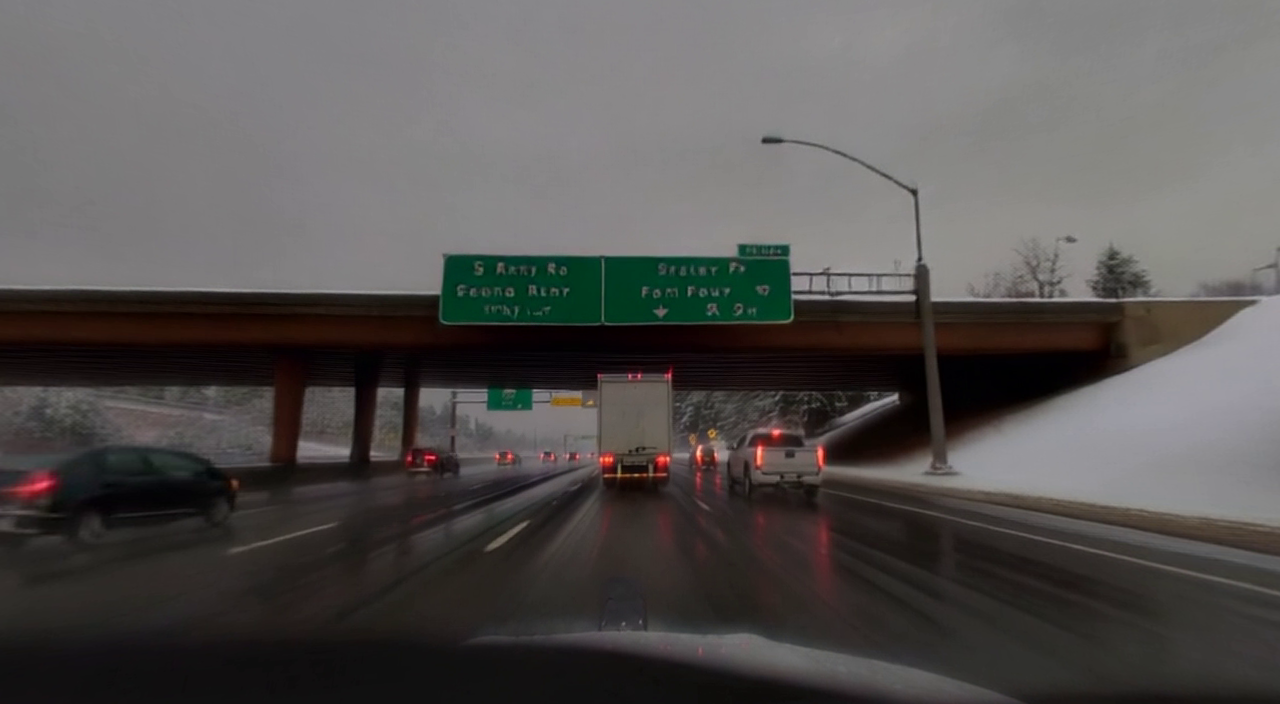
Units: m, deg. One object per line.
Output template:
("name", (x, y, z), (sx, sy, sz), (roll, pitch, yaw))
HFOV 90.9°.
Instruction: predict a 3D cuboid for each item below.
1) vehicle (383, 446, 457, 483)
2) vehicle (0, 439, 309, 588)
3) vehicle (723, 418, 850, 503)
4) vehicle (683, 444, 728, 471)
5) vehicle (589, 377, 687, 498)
("vehicle", (-11.287, 5.782, 32.826), (2.119, 1.747, 5.121), (0, -9, -1))
("vehicle", (-6.996, 2.046, 8.949), (2.057, 1.506, 4.829), (0, -9, -1))
("vehicle", (3.781, 2.942, 17.389), (2.174, 1.968, 5.016), (0, -9, -1))
("vehicle", (4.017, 6.564, 39.398), (2.108, 1.508, 4.744), (0, -9, -2))
("vehicle", (-0.206, 3.383, 24.338), (2.916, 3.584, 10.841), (0, -9, -1))
